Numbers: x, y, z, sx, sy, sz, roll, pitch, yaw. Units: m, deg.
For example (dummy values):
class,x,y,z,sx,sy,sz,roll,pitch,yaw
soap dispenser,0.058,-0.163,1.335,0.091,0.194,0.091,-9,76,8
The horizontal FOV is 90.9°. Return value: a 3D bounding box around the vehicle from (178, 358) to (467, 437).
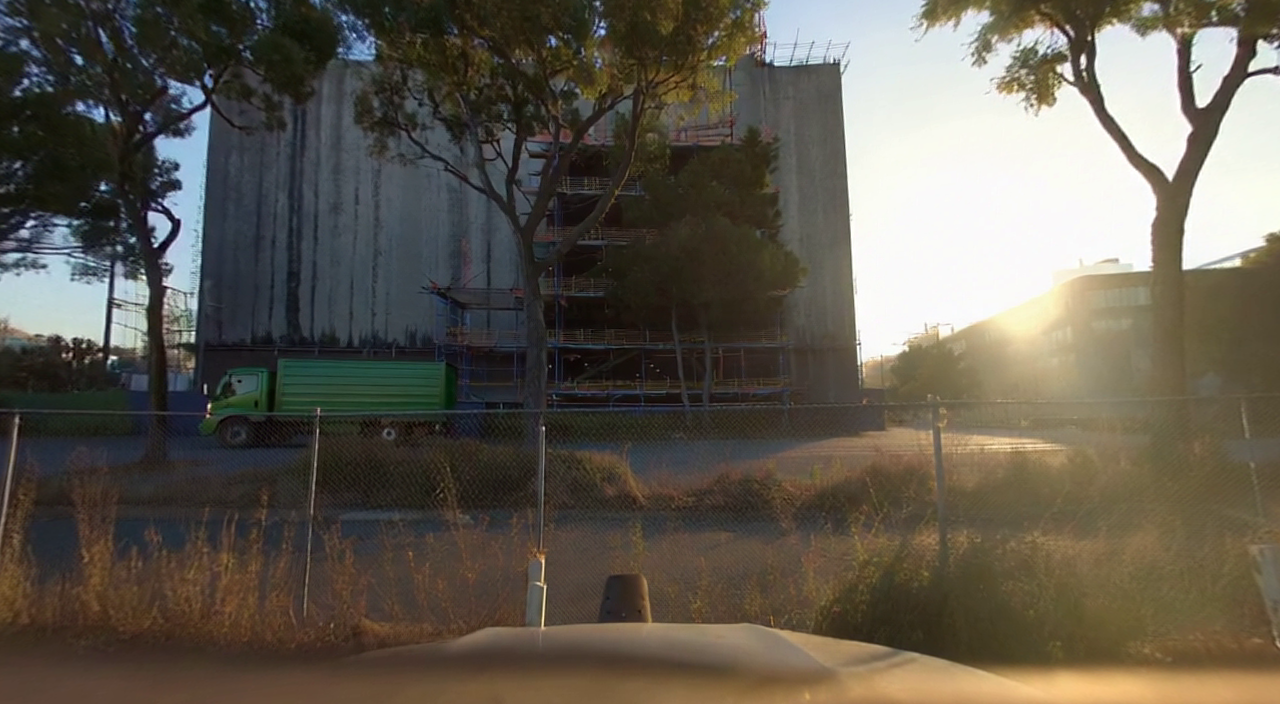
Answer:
class,x,y,z,sx,sy,sz,roll,pitch,yaw
vehicle,-17.206,2.652,35.230,14.067,4.099,2.832,1,-9,-6
